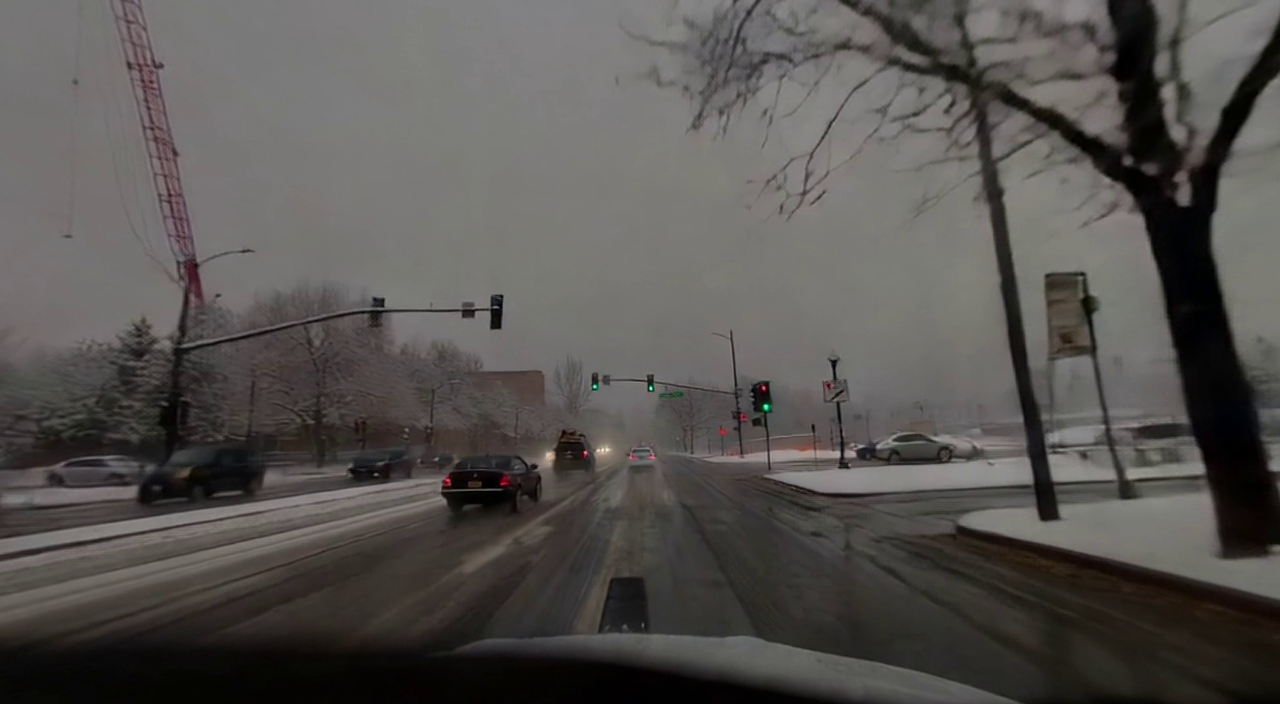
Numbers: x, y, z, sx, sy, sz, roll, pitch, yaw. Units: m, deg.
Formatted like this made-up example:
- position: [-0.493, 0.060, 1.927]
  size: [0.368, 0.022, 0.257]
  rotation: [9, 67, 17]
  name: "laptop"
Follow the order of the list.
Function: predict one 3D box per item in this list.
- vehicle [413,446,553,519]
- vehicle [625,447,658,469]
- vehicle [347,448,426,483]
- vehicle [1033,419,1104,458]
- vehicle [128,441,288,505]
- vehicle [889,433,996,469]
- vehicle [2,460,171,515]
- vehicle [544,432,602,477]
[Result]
- position: [-3.390, 2.902, 14.632]
  size: [1.959, 1.406, 4.527]
  rotation: [0, -9, 2]
  name: "vehicle"
- position: [0.118, 7.211, 43.178]
  size: [2.171, 1.422, 4.146]
  rotation: [0, -9, 1]
  name: "vehicle"
- position: [-11.642, 5.191, 29.191]
  size: [1.898, 1.498, 3.913]
  rotation: [0, -9, 2]
  name: "vehicle"
- position: [23.677, 4.798, 34.721]
  size: [2.304, 1.936, 5.023]
  rotation: [-8, -12, 42]
  name: "vehicle"
- position: [-15.463, 4.316, 23.042]
  size: [2.270, 1.978, 5.032]
  rotation: [-3, -9, 0]
  name: "vehicle"
- position: [13.444, 4.372, 28.078]
  size: [4.061, 1.465, 1.803]
  rotation: [2, -8, -17]
  name: "vehicle"
- position: [-19.334, 4.706, 22.362]
  size: [1.965, 1.539, 4.461]
  rotation: [-4, -9, 1]
  name: "vehicle"
- position: [-3.202, 5.079, 31.336]
  size: [2.240, 2.054, 4.662]
  rotation: [0, -9, 2]
  name: "vehicle"
